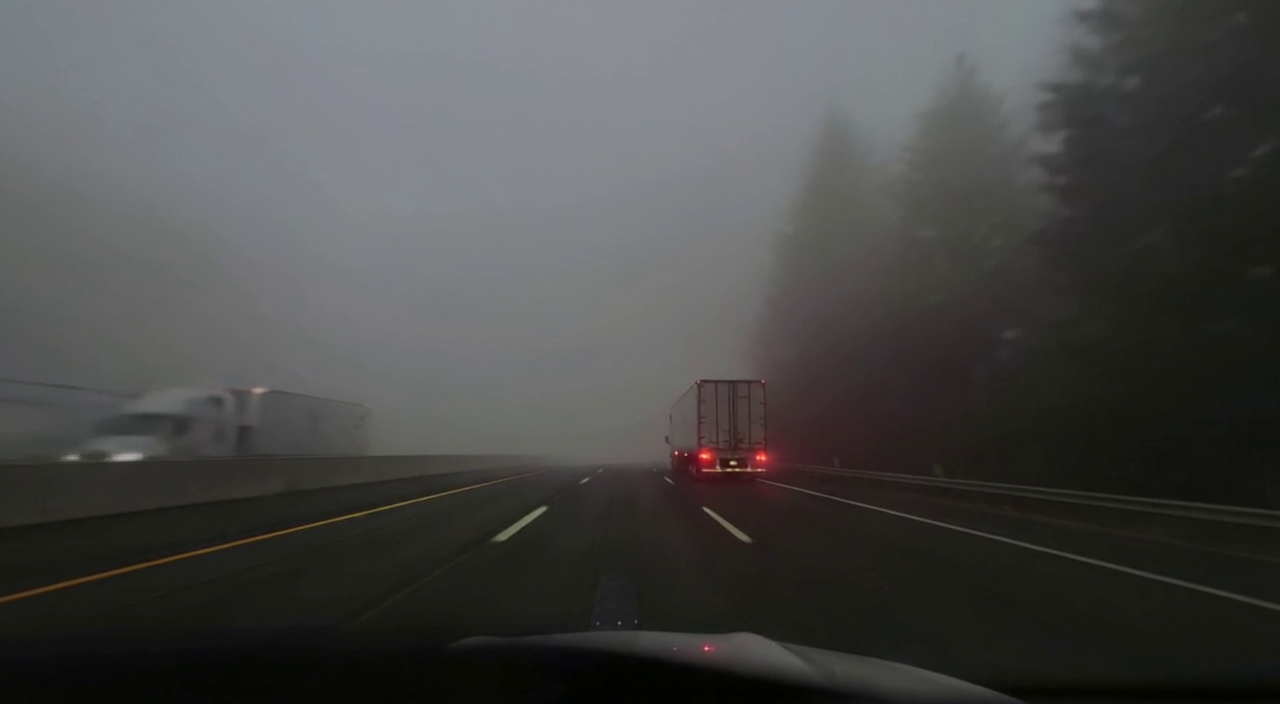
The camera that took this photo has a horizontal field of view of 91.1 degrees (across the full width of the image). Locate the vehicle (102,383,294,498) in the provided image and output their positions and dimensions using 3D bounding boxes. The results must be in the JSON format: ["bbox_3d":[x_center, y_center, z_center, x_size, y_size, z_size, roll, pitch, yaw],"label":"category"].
[{"bbox_3d":[-17.092,3.526,25.000,3.069,3.980,6.061,0,-9,-1],"label":"vehicle"}]

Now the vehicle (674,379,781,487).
[{"bbox_3d":[3.602,4.023,30.130,3.037,3.999,13.133,0,-9,-1],"label":"vehicle"}]
